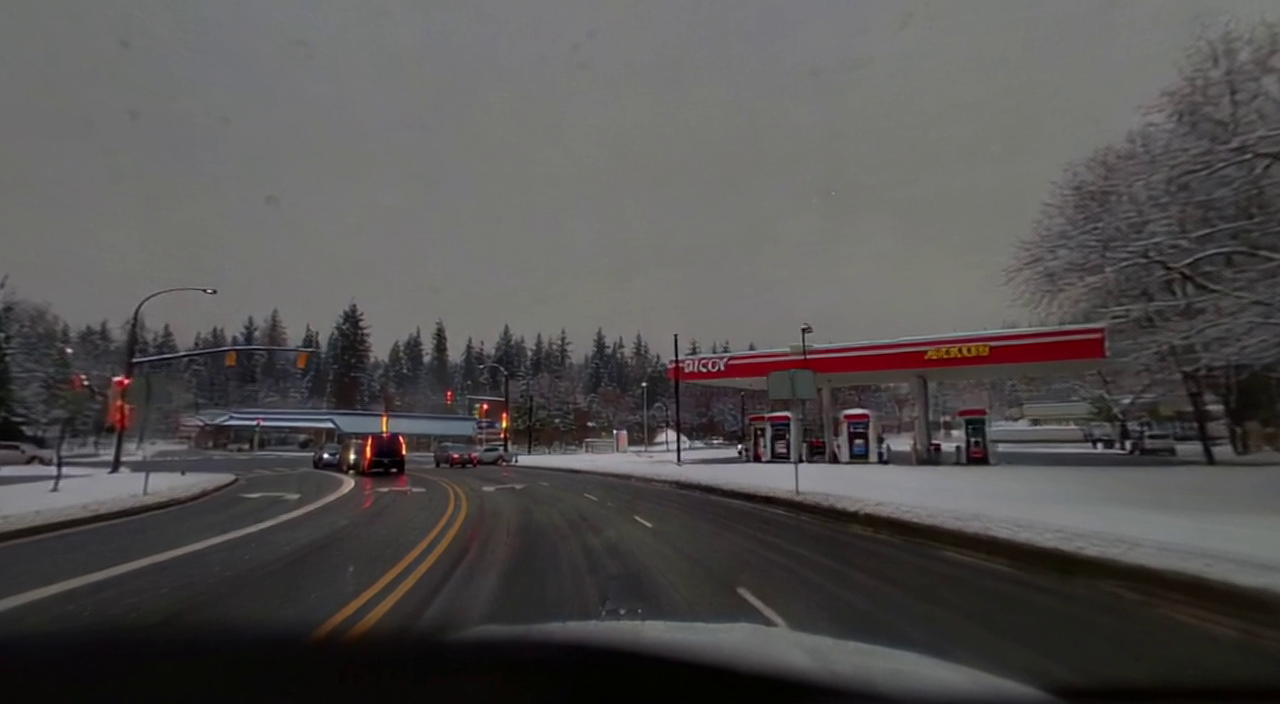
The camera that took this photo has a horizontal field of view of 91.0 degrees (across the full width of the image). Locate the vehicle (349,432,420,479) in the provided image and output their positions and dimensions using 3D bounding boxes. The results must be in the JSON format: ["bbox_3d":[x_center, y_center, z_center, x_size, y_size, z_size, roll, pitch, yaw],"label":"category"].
[{"bbox_3d":[-12.224,4.845,29.888,2.254,2.006,4.766,6,-10,-31],"label":"vehicle"}]

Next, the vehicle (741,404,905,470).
[{"bbox_3d":[9.538,4.541,33.527,7.741,3.106,2.906,-6,-11,38],"label":"vehicle"}]

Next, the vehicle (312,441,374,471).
[{"bbox_3d":[-17.882,6.205,37.771,1.940,1.650,4.546,8,-12,-43],"label":"vehicle"}]

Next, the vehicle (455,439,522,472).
[{"bbox_3d":[-9.090,6.118,37.582,2.202,1.822,4.826,6,-10,-34],"label":"vehicle"}]
